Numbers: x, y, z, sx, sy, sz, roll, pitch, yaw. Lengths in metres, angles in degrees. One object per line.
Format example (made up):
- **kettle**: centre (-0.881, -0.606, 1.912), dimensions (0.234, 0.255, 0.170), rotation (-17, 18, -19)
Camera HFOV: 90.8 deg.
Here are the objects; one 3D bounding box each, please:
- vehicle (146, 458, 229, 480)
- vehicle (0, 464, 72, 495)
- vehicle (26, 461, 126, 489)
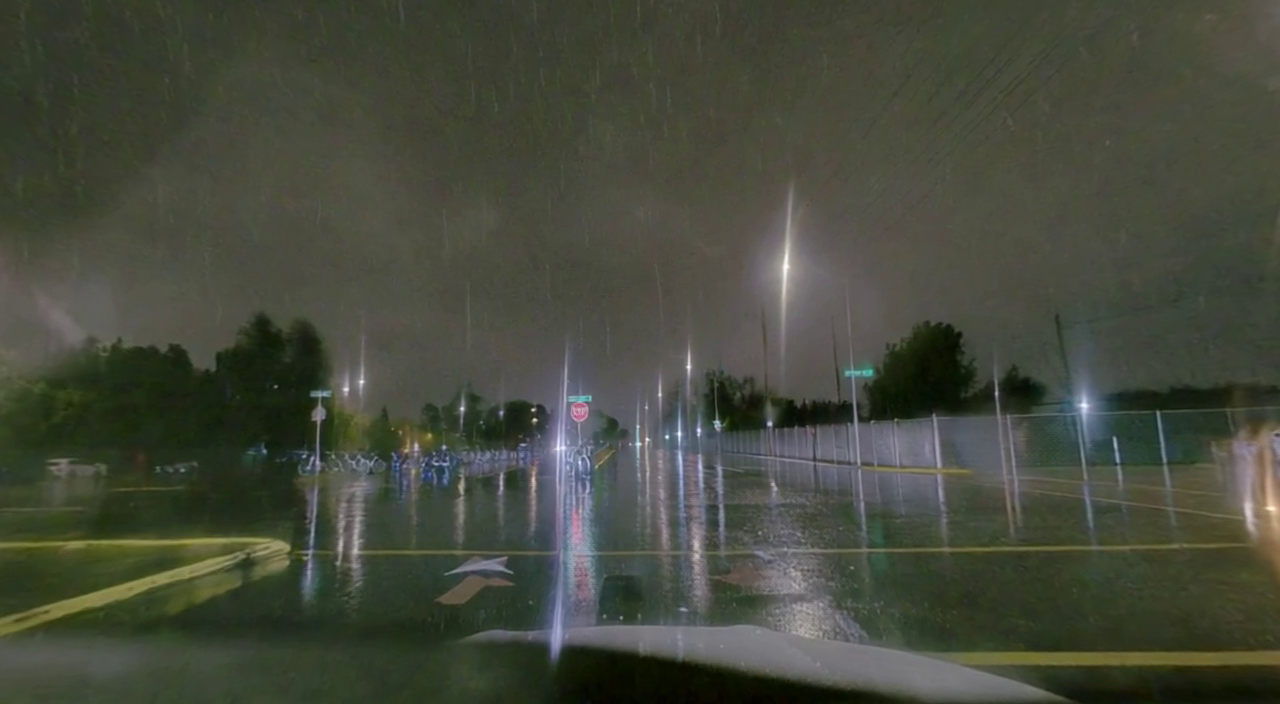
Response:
- **vehicle**: centre (-33.675, 8.699, 47.094), dimensions (4.569, 1.558, 1.903), rotation (0, -9, -5)
- **vehicle**: centre (-33.091, 6.675, 33.200), dimensions (4.546, 1.468, 1.901), rotation (0, -9, 0)
- **vehicle**: centre (-34.114, 7.423, 38.281), dimensions (4.210, 1.528, 1.932), rotation (0, -9, 0)
